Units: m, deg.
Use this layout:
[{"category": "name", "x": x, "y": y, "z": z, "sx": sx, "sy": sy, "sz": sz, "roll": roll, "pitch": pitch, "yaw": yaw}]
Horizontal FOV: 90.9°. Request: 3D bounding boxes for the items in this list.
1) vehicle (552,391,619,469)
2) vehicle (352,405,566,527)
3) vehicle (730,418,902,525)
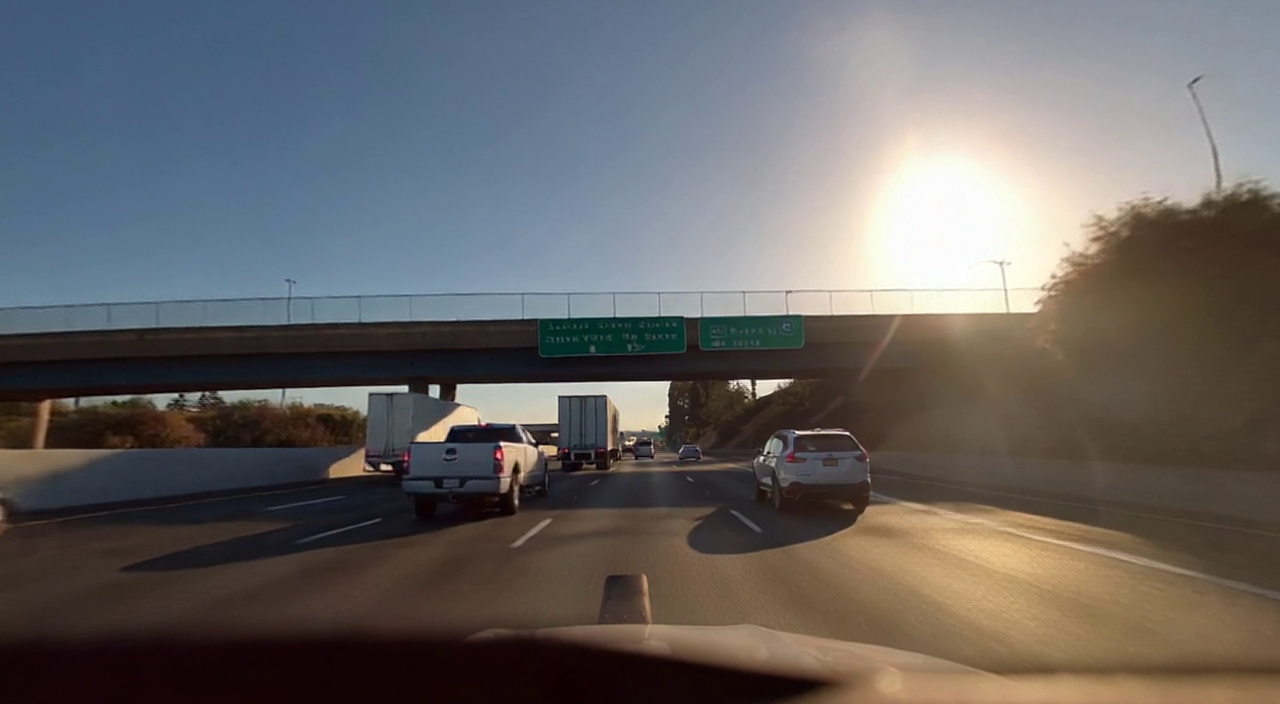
[{"category": "vehicle", "x": -3.140, "y": 5.248, "z": 41.269, "sx": 2.869, "sy": 4.108, "sz": 15.564, "roll": 0, "pitch": -8, "yaw": 1}, {"category": "vehicle", "x": -3.429, "y": 2.399, "z": 13.892, "sx": 2.645, "sy": 2.023, "sz": 6.491, "roll": 0, "pitch": -8, "yaw": 1}, {"category": "vehicle", "x": 3.096, "y": 2.208, "z": 12.172, "sx": 2.028, "sy": 1.658, "sz": 4.334, "roll": 0, "pitch": -8, "yaw": 0}]
